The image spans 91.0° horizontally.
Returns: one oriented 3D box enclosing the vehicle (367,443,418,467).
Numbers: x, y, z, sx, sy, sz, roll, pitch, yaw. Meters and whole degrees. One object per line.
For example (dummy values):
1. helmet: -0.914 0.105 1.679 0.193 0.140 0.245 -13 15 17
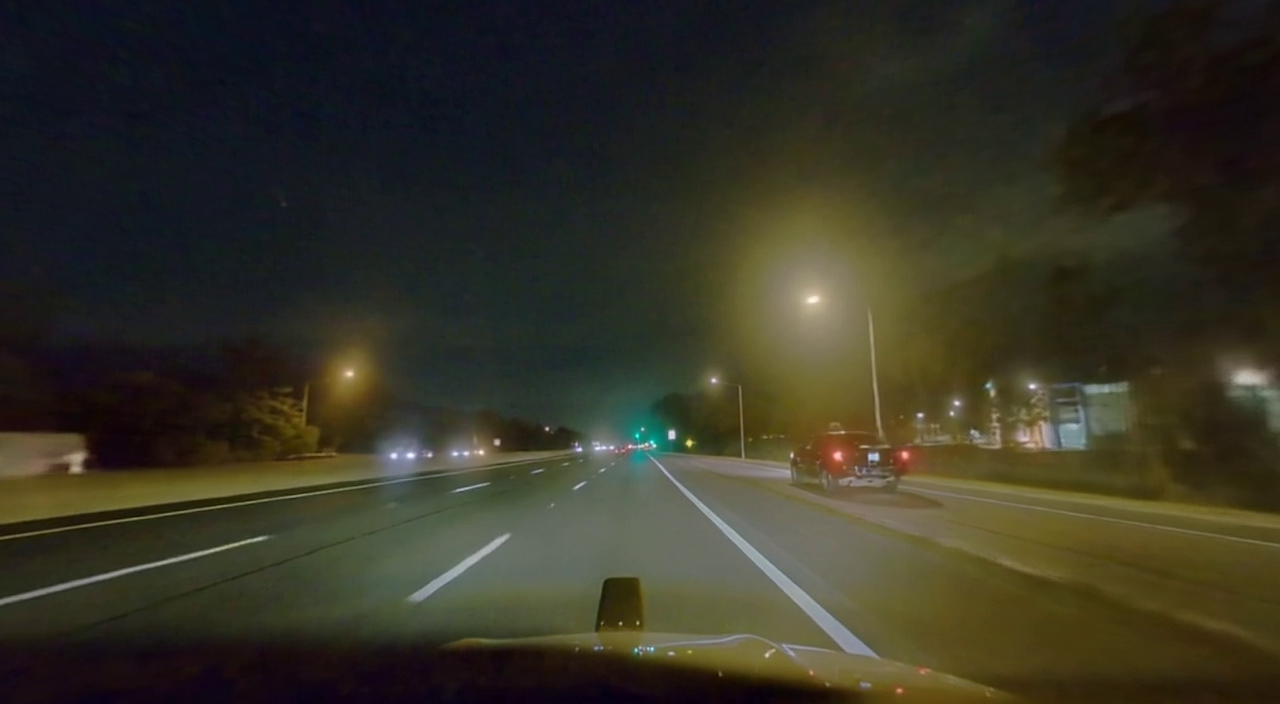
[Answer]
1. vehicle: -19.345 8.051 49.406 2.064 1.750 4.641 0 -9 0
